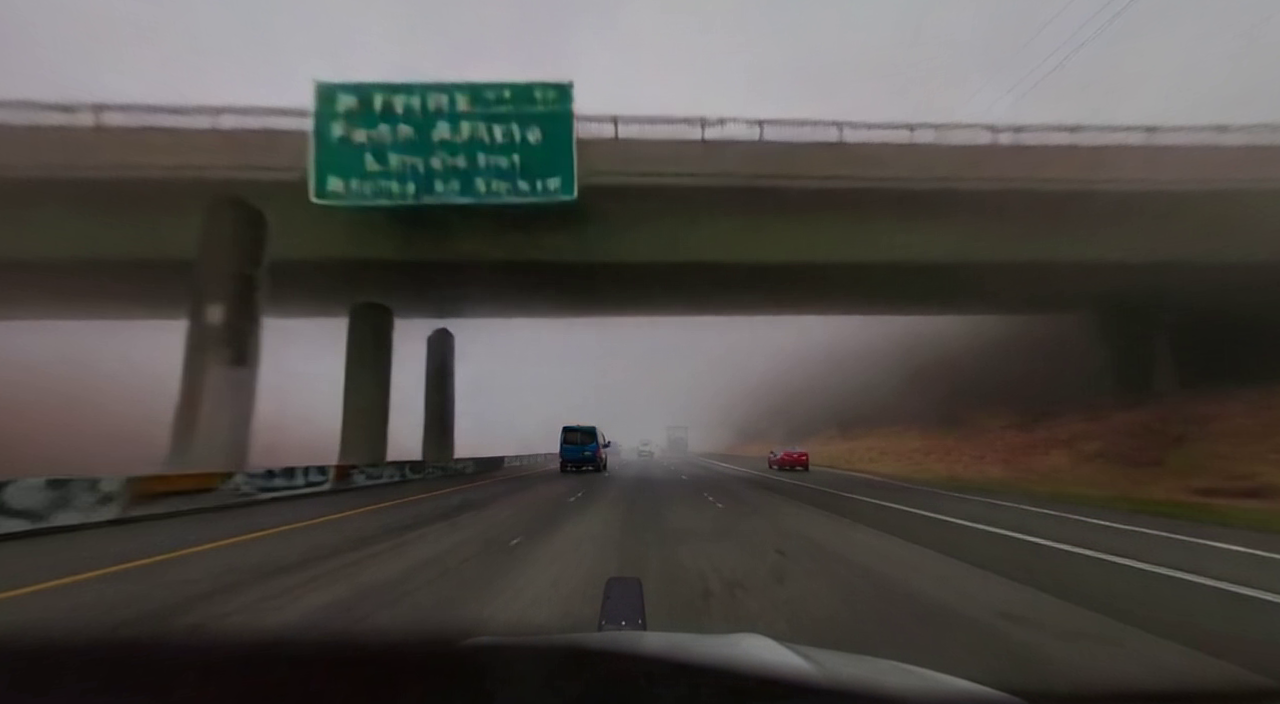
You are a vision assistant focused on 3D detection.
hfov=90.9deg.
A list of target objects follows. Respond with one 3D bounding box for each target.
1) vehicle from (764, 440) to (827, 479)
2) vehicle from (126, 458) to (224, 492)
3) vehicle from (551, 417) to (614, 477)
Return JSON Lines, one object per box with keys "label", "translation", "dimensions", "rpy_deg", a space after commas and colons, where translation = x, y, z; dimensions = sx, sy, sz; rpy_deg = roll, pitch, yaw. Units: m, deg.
{"label": "vehicle", "translation": [7.078, 4.952, 29.196], "dimensions": [1.936, 1.664, 4.198], "rpy_deg": [0, -9, 1]}
{"label": "vehicle", "translation": [-20.770, 5.499, 28.345], "dimensions": [1.771, 1.357, 3.502], "rpy_deg": [0, -9, -1]}
{"label": "vehicle", "translation": [-2.660, 4.697, 31.003], "dimensions": [2.451, 2.627, 5.868], "rpy_deg": [0, -9, 1]}
